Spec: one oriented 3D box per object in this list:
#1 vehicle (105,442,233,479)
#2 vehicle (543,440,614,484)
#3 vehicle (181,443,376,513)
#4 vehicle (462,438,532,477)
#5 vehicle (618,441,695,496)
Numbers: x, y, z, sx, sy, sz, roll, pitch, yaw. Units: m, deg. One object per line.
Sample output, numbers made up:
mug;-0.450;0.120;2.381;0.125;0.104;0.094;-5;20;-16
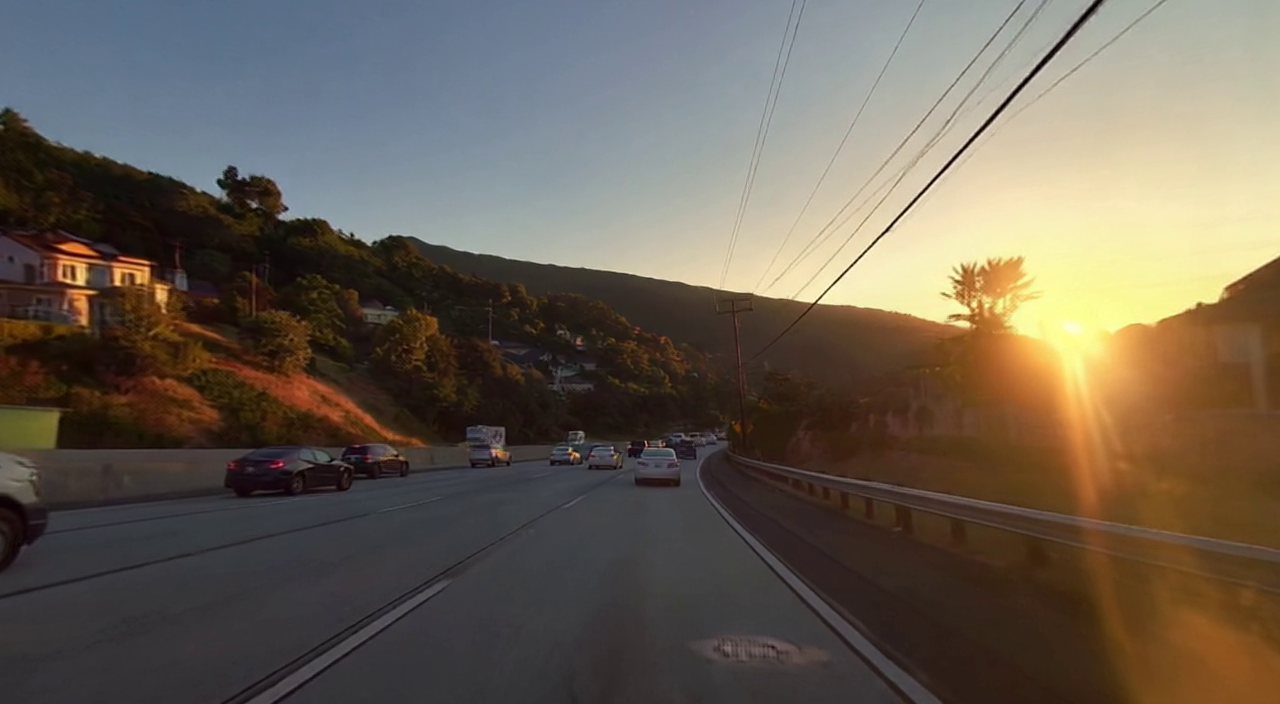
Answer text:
vehicle;-20.947;4.816;28.328;1.902;1.536;4.561;-1;-8;6
vehicle;-2.448;4.518;26.269;2.121;1.639;4.383;-1;-8;6
vehicle;-8.738;3.041;15.833;1.959;1.469;4.450;-1;-8;5
vehicle;-7.215;5.358;32.396;2.080;1.833;4.461;-1;-8;7
vehicle;0.585;3.511;19.406;2.109;1.495;3.935;-1;-8;4
